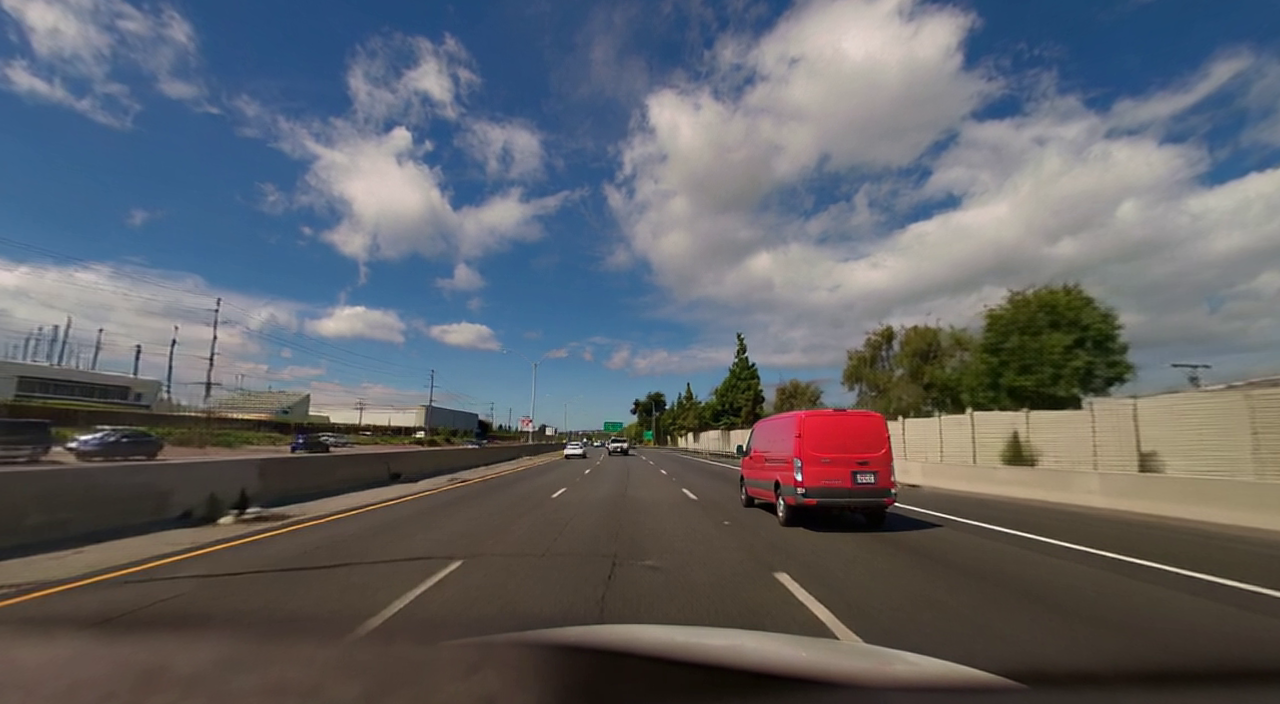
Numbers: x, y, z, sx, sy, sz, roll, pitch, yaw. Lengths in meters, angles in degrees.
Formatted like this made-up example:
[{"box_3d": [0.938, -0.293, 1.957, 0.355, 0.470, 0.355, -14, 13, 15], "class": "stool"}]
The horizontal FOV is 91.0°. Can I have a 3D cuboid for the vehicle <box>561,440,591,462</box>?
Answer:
[{"box_3d": [-4.806, 7.462, 47.813, 2.045, 1.547, 4.162, 0, -8, -2], "class": "vehicle"}]

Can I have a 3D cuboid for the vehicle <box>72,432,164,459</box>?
[{"box_3d": [-30.346, 5.435, 36.670, 3.552, 1.415, 1.847, 3, -7, -6], "class": "vehicle"}]

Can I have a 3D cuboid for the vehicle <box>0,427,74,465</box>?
[{"box_3d": [-30.026, 4.432, 29.694, 4.484, 1.727, 1.980, 0, -8, -5], "class": "vehicle"}]
